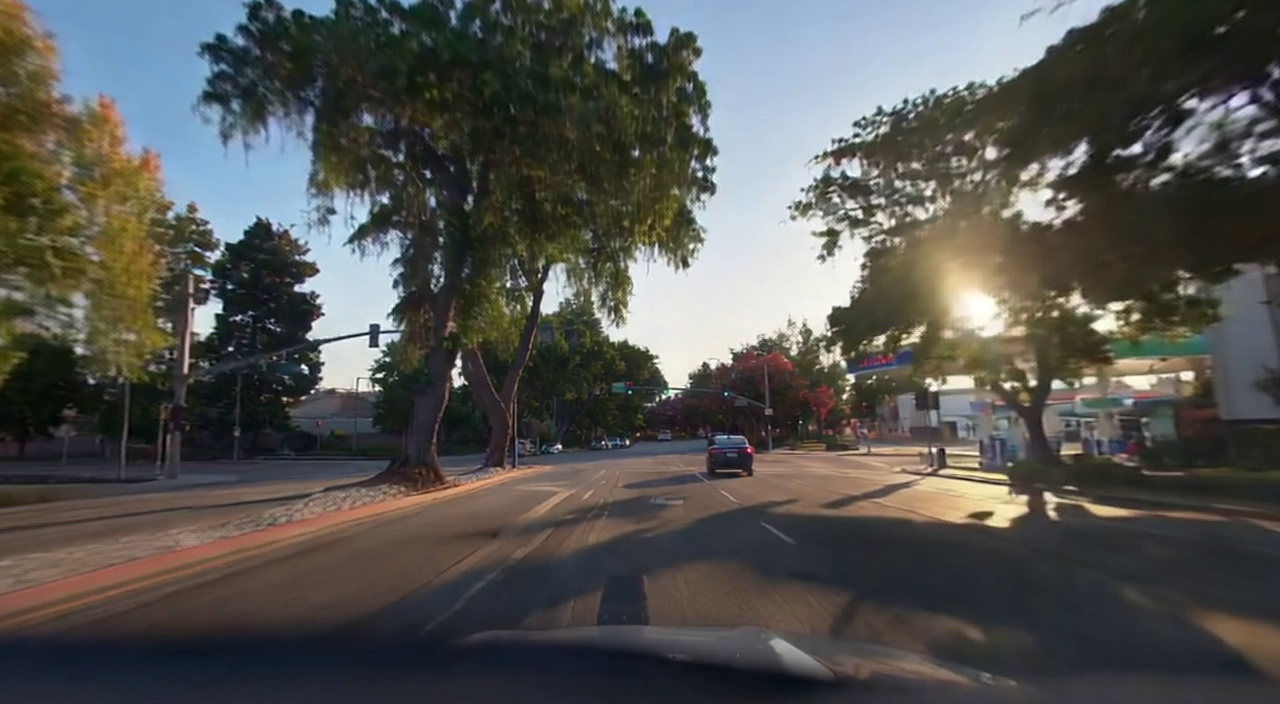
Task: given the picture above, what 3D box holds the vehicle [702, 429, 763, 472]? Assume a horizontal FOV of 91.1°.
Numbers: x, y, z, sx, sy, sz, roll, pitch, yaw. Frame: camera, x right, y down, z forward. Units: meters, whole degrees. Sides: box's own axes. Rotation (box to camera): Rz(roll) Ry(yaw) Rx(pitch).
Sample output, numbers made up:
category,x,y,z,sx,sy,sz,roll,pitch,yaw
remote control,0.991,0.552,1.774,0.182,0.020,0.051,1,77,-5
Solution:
category,x,y,z,sx,sy,sz,roll,pitch,yaw
vehicle,3.995,4.338,27.803,2.090,1.717,4.063,0,-8,0
